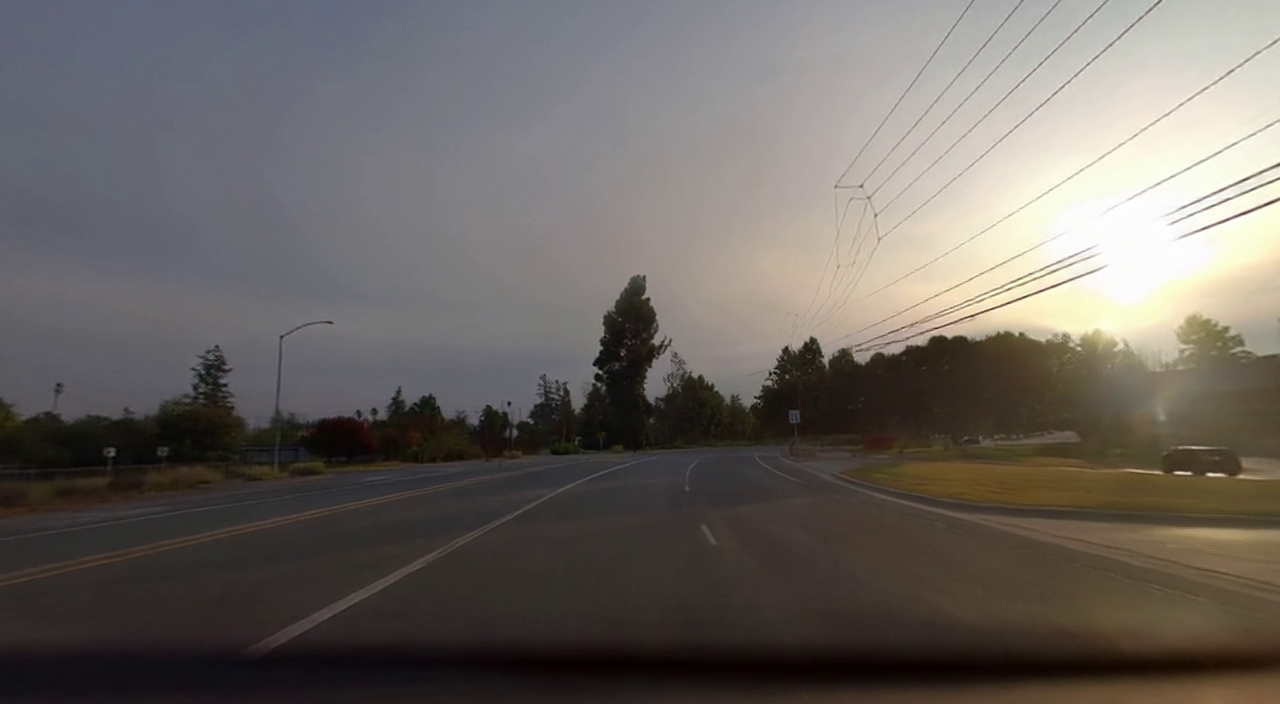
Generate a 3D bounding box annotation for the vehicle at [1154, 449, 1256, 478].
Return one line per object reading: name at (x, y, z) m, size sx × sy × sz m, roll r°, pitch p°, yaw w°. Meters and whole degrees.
vehicle at (30.495, 6.105, 34.338) m, size 1.807 × 1.443 × 4.905 m, roll 0°, pitch -11°, yaw 12°
